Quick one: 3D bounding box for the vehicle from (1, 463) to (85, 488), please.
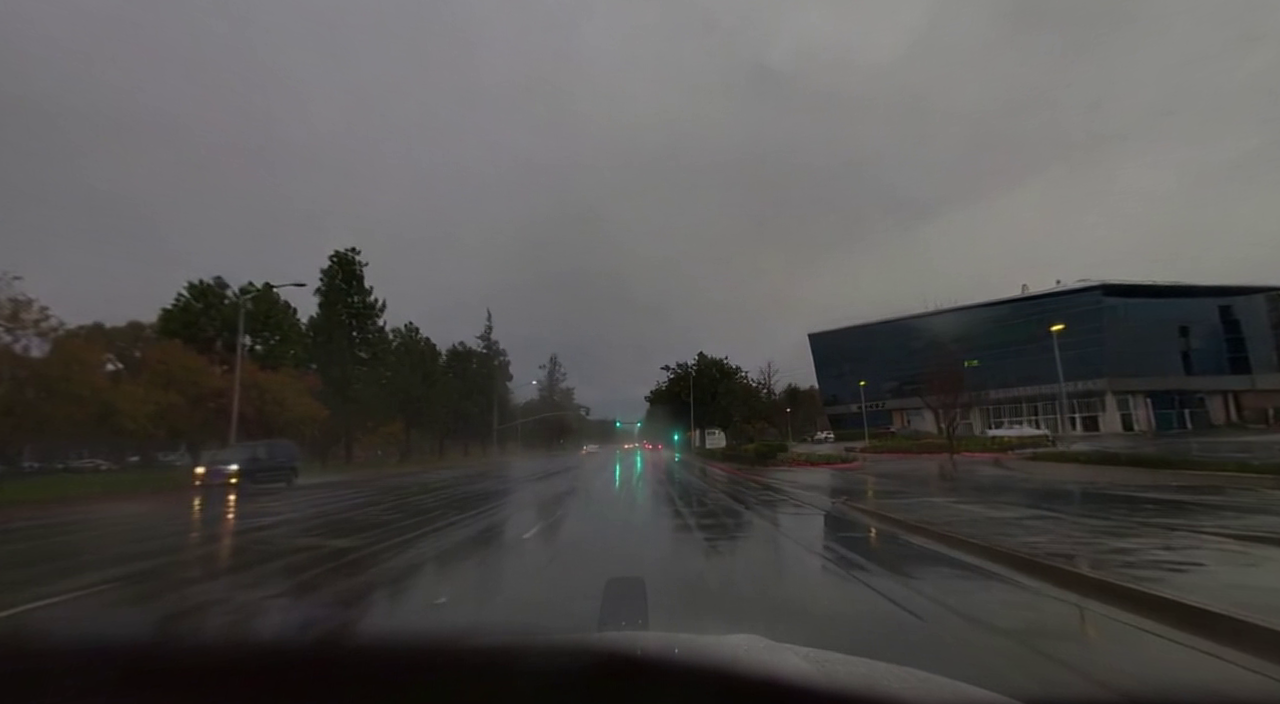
[{"bbox_3d":[-41.725,8.617,43.921,4.294,1.512,1.800,-3,-9,5],"label":"vehicle"}]

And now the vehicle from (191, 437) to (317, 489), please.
[{"bbox_3d":[-17.456,5.019,28.837,2.331,2.109,5.400,0,-8,0],"label":"vehicle"}]
